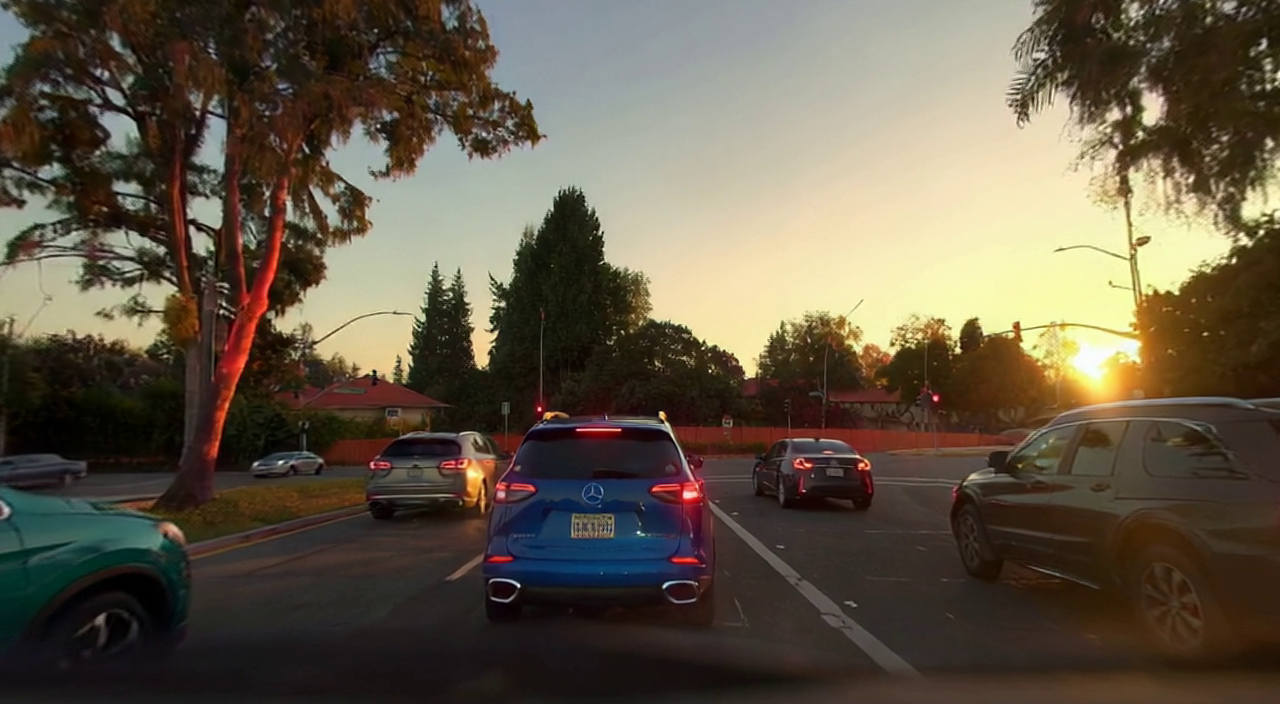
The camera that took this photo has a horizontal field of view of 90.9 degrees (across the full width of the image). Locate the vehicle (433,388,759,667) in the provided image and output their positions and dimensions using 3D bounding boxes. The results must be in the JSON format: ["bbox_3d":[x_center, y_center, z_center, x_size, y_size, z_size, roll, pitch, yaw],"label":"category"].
[{"bbox_3d":[-0.178,1.382,6.026,2.022,1.700,4.084,0,-8,3],"label":"vehicle"}]

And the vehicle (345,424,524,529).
[{"bbox_3d":[-3.761,2.359,12.513,2.012,1.701,4.316,0,-8,1],"label":"vehicle"}]

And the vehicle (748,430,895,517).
[{"bbox_3d":[3.625,2.495,13.397,1.847,1.554,3.885,0,-8,-2],"label":"vehicle"}]

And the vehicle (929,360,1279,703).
[{"bbox_3d":[4.157,1.192,4.802,2.014,1.740,4.515,-1,-8,4],"label":"vehicle"}]

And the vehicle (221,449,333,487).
[{"bbox_3d":[-15.626,4.998,27.496,1.989,1.461,4.615,0,-8,2],"label":"vehicle"}]

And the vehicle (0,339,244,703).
[{"bbox_3d":[-3.468,0.697,1.514,2.047,1.741,4.470,0,-8,1],"label":"vehicle"}]
